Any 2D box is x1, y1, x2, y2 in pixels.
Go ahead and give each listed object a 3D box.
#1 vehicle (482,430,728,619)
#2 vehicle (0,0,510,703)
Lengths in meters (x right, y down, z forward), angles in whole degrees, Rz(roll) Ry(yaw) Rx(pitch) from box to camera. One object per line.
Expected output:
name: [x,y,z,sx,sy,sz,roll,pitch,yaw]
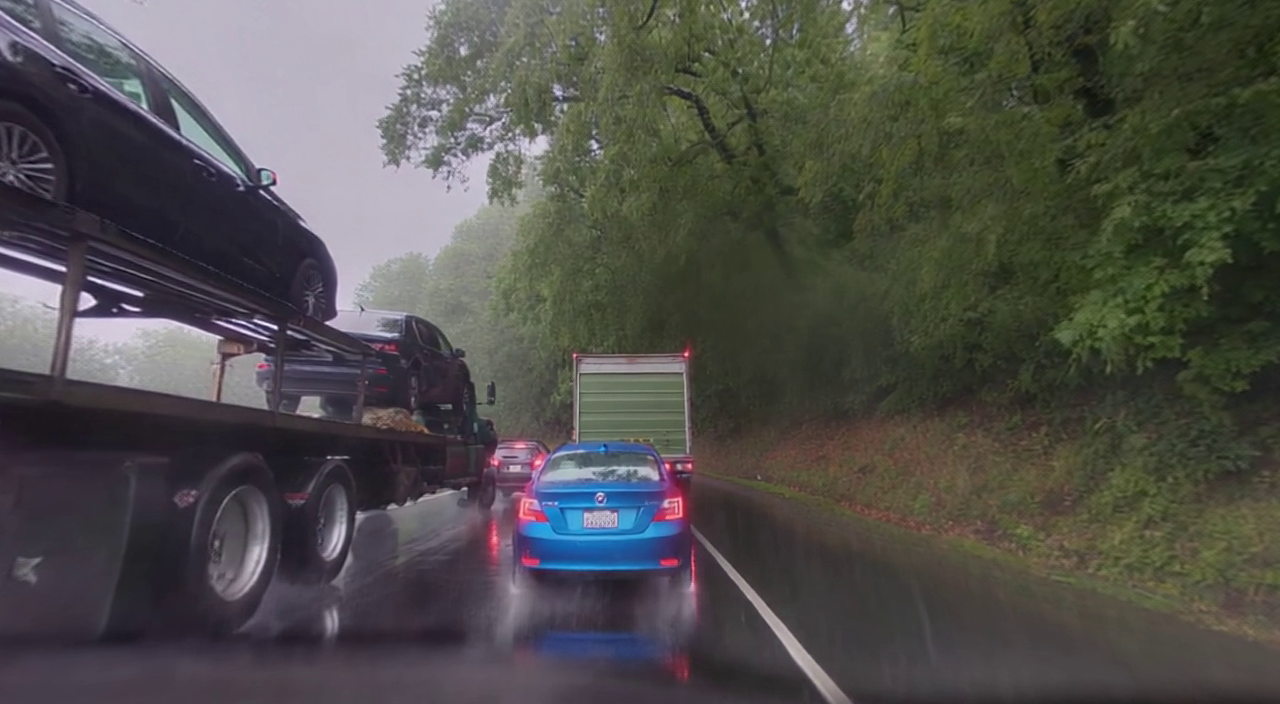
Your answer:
vehicle: [-0.302,1.669,6.890,1.991,1.507,3.391,0,-9,-1]
vehicle: [-4.622,0.565,8.234,2.836,4.059,14.286,0,-9,0]
